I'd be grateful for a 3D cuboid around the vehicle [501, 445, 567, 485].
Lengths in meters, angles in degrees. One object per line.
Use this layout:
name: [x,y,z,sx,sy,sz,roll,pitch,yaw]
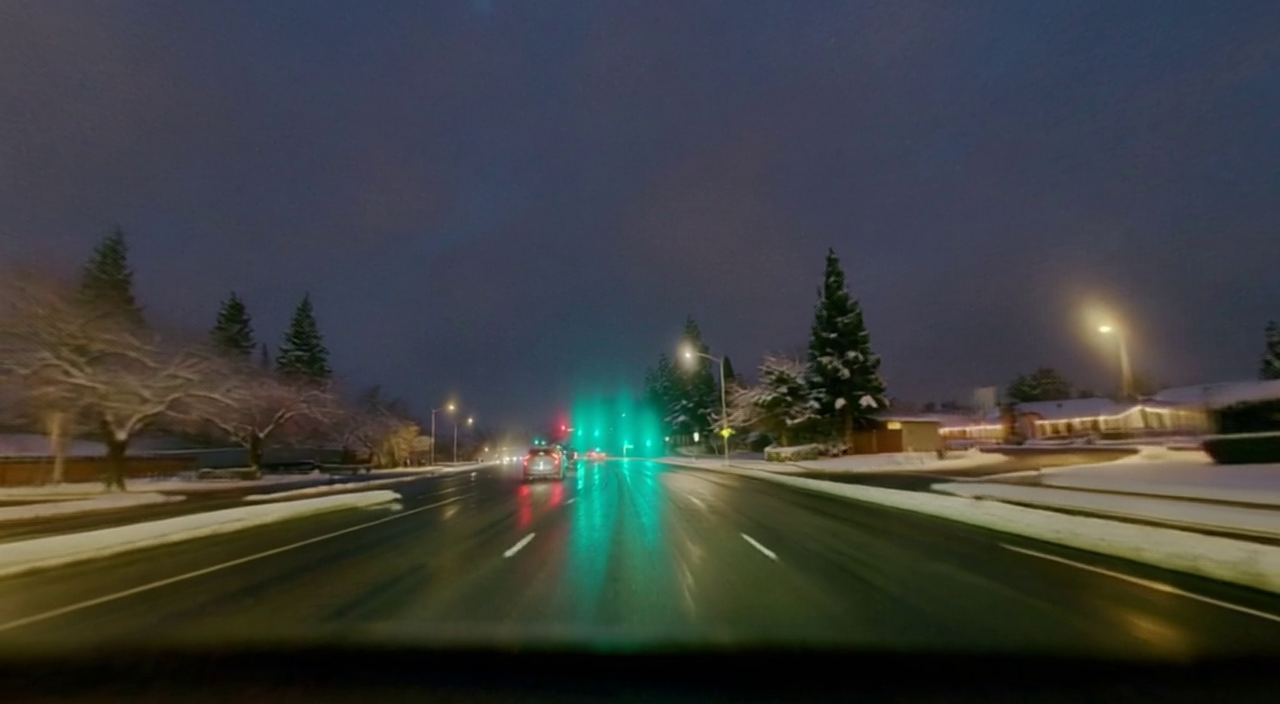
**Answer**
vehicle: [-4.306,4.669,26.440,2.108,1.475,4.555,0,-9,-2]
